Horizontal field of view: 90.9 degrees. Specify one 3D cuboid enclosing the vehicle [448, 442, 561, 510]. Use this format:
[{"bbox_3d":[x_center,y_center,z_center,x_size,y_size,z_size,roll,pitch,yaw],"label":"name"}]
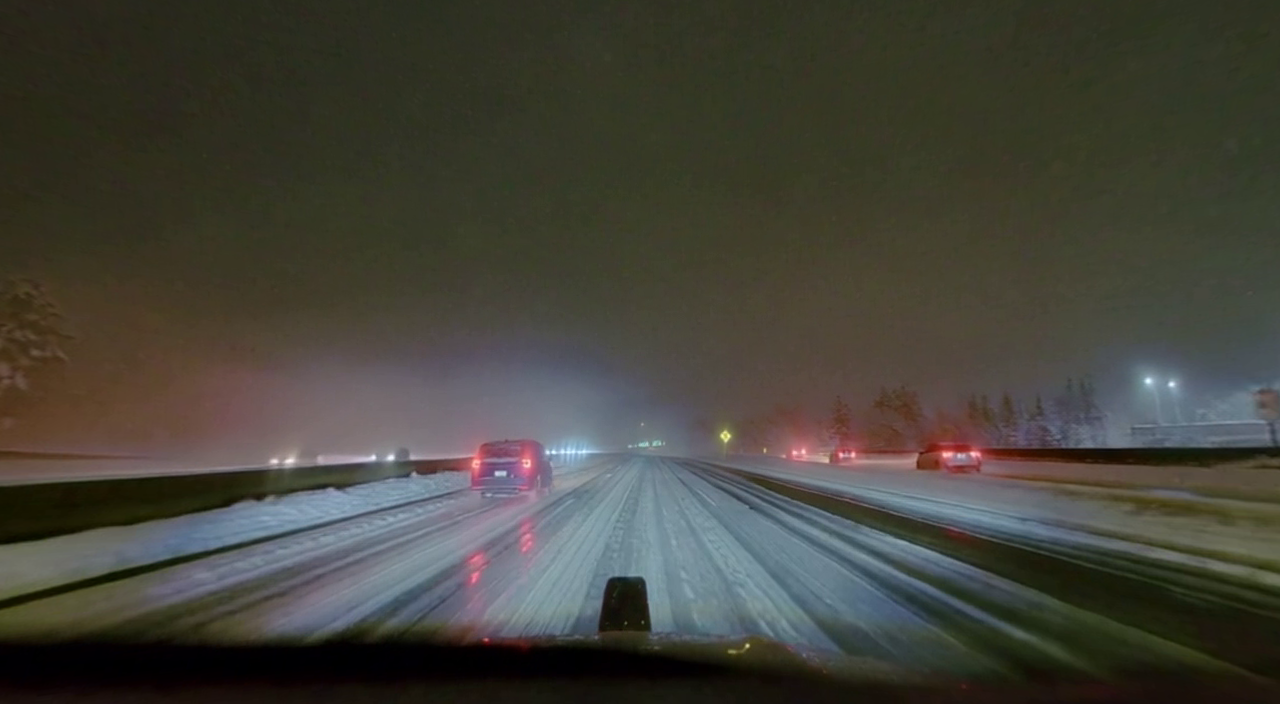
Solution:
[{"bbox_3d":[-3.298,3.080,16.176,1.968,1.504,3.892,0,-8,1],"label":"vehicle"}]
